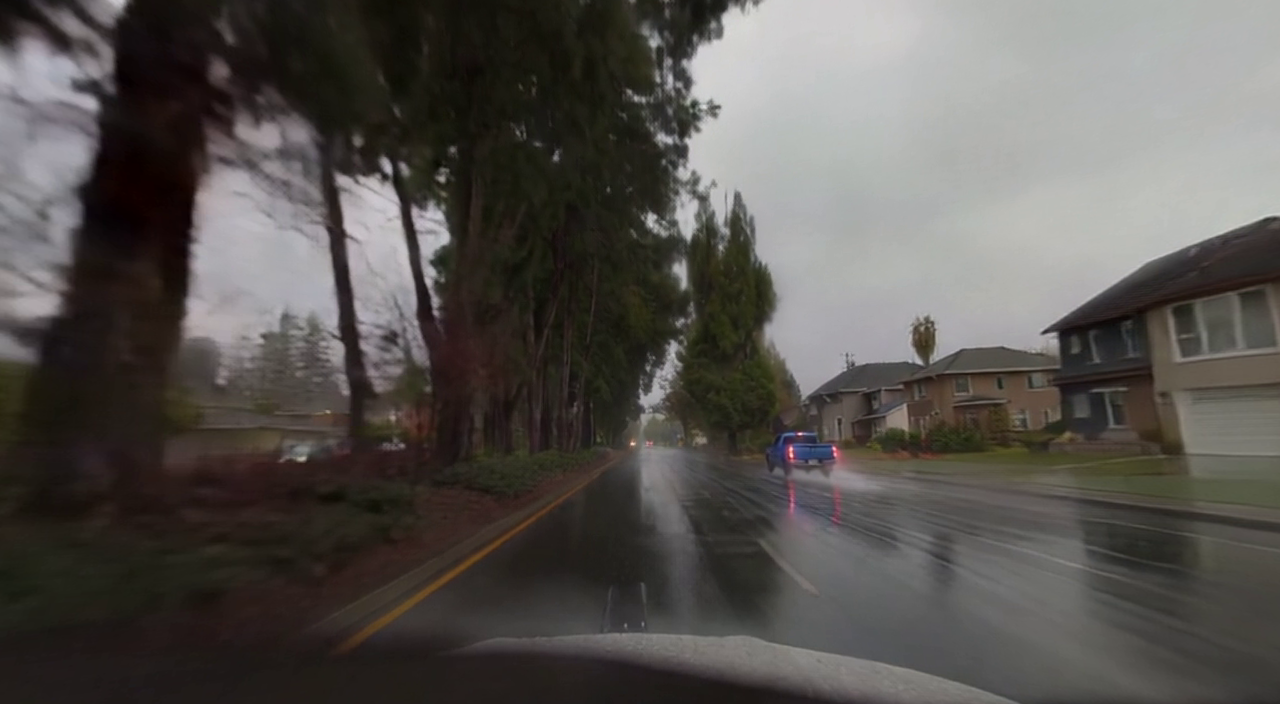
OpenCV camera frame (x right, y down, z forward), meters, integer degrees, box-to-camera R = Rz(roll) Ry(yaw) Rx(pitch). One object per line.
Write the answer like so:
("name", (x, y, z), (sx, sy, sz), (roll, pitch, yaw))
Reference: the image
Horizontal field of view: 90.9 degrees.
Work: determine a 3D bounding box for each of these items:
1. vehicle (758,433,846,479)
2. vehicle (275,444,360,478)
("vehicle", (6.785, 4.429, 27.220), (2.262, 1.769, 5.666), (0, -8, 0))
("vehicle", (-17.242, 5.823, 33.991), (2.045, 1.696, 4.760), (0, -8, 0))
